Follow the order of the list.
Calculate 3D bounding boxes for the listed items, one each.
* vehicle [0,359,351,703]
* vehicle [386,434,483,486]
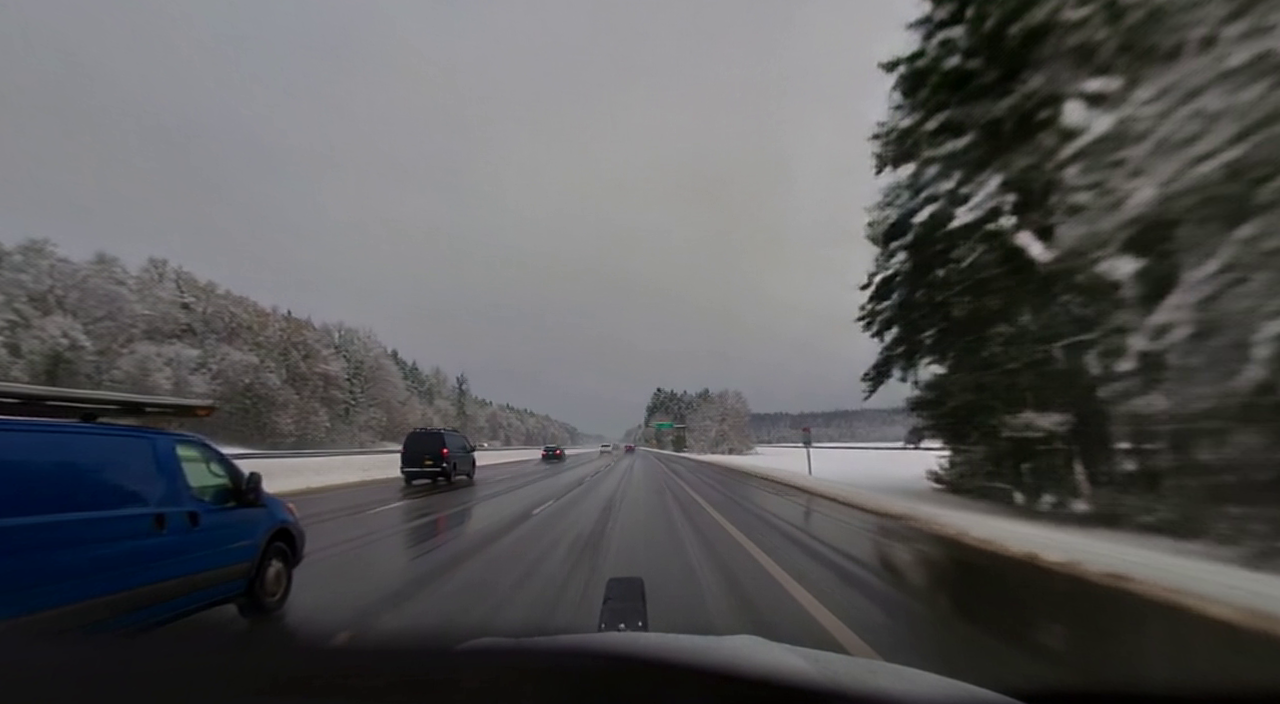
[{"bbox_3d":[-3.645,0.968,3.176,2.040,1.679,4.865,0,-9,0],"label":"vehicle"},{"bbox_3d":[-7.725,4.107,24.267,2.093,1.752,4.771,0,-9,0],"label":"vehicle"}]
